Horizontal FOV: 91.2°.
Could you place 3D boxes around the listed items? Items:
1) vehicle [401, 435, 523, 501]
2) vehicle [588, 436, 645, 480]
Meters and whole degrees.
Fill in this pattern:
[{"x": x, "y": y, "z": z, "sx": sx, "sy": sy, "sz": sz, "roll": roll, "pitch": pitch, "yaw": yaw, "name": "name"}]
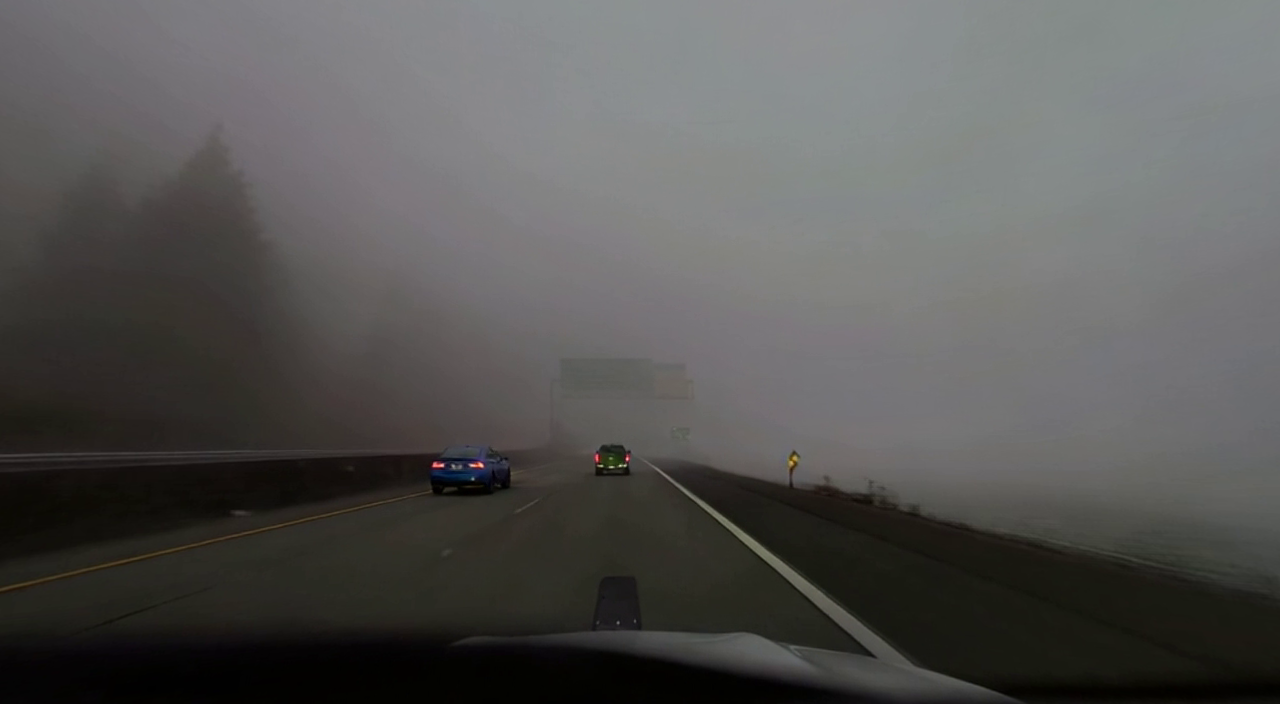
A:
[{"x": -4.834, "y": 3.232, "z": 17.829, "sx": 2.103, "sy": 1.588, "sz": 4.709, "roll": -1, "pitch": -9, "yaw": 0, "name": "vehicle"}, {"x": -0.984, "y": 4.453, "z": 26.522, "sx": 2.220, "sy": 1.711, "sz": 4.056, "roll": 0, "pitch": -9, "yaw": -2, "name": "vehicle"}]
